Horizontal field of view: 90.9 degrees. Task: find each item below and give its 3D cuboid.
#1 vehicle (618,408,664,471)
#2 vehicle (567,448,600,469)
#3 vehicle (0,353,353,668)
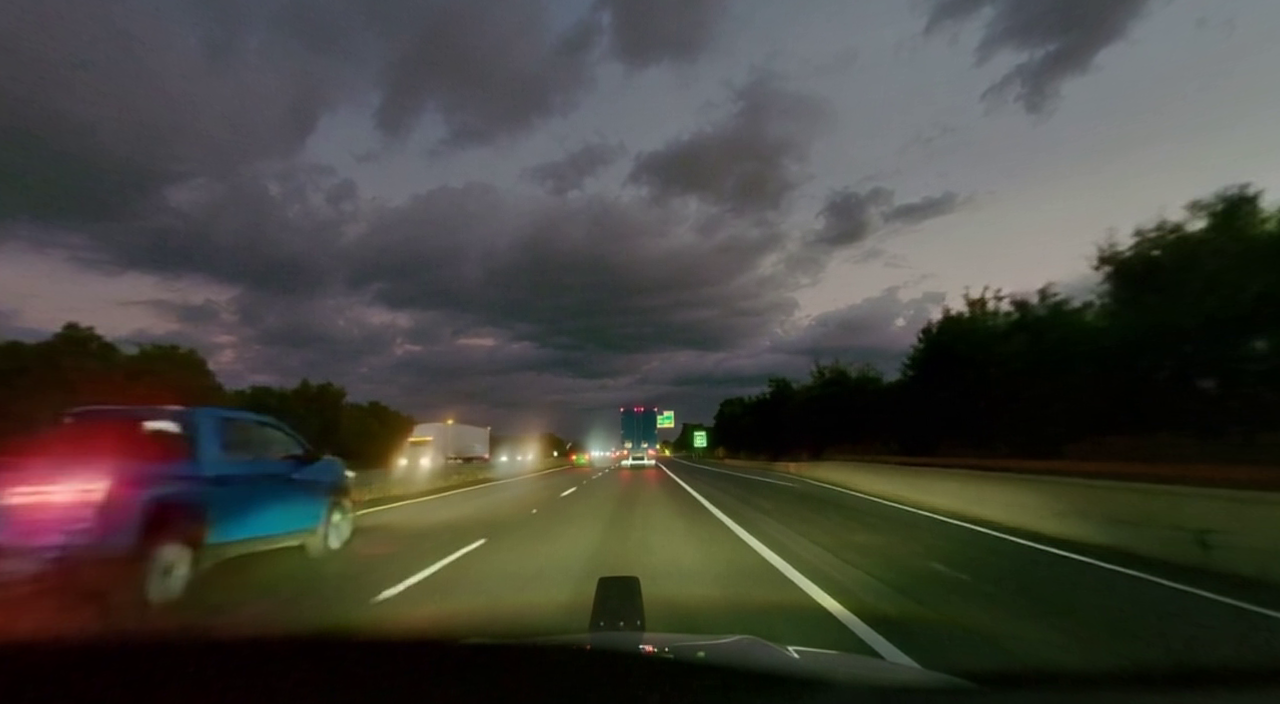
[{"bbox_3d":[0.135,6.374,45.352,2.899,3.966,10.053,0,-9,1],"label":"vehicle"},{"bbox_3d":[-4.227,8.080,47.992,2.051,1.538,4.569,0,-9,1],"label":"vehicle"},{"bbox_3d":[-4.767,1.247,5.817,2.042,1.815,4.639,0,-9,0],"label":"vehicle"}]
